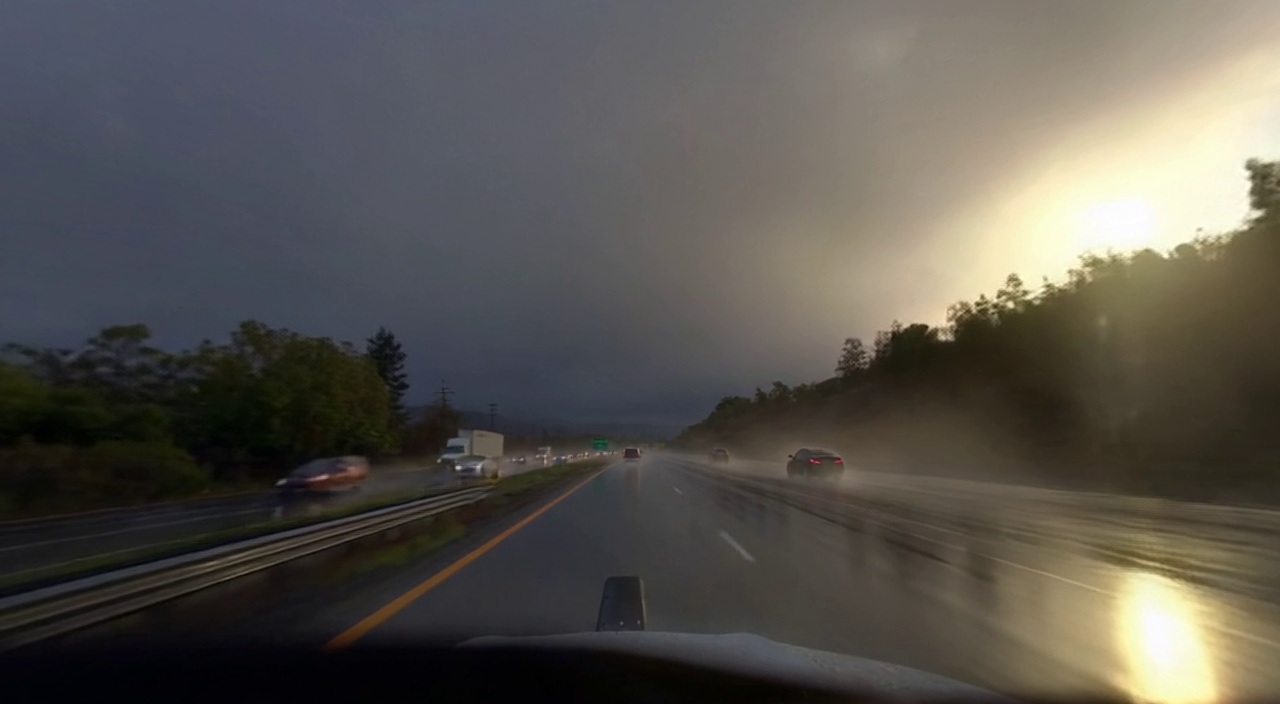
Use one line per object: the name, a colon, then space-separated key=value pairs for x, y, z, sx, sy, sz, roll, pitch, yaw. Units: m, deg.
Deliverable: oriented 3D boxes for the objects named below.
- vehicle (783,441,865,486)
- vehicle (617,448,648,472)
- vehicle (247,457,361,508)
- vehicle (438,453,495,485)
vehicle: x=7.044 y=4.295 z=24.588 sx=1.903 sy=1.566 sz=3.866 roll=0 pitch=-9 yaw=-2
vehicle: x=-0.479 y=7.322 z=43.071 sx=2.021 sy=1.507 sz=4.272 roll=0 pitch=-9 yaw=0
vehicle: x=-12.443 y=4.806 z=23.737 sx=1.897 sy=1.659 sz=4.306 roll=0 pitch=-9 yaw=0
vehicle: x=-9.031 y=6.114 z=33.216 sx=1.857 sy=1.511 sz=3.838 roll=-1 pitch=-9 yaw=1
